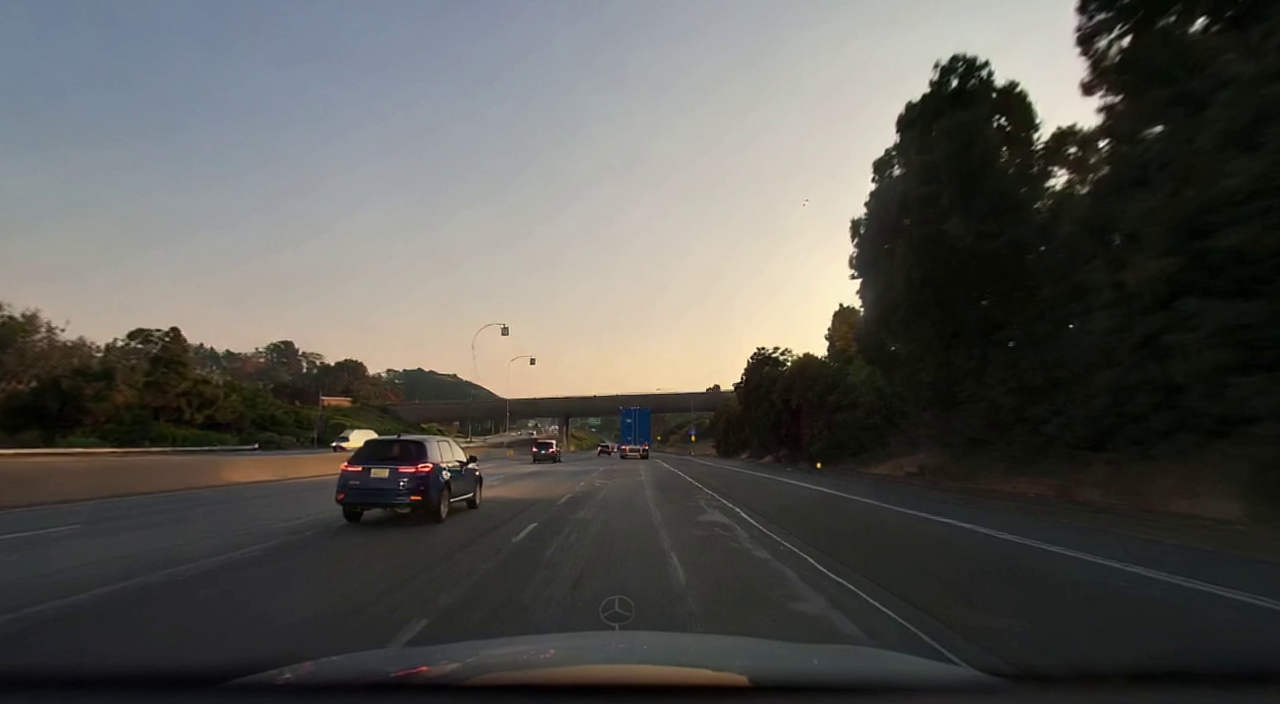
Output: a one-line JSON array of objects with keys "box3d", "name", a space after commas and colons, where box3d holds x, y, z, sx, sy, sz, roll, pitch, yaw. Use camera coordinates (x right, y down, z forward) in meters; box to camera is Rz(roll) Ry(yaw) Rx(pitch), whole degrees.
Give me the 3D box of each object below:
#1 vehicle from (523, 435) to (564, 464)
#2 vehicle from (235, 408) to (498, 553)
[{"box3d": [-7.174, 7.330, 47.603, 2.247, 2.001, 5.002, 0, -9, 0], "name": "vehicle"}, {"box3d": [-3.791, 1.879, 9.891, 2.077, 1.716, 4.514, 0, -9, 0], "name": "vehicle"}]
